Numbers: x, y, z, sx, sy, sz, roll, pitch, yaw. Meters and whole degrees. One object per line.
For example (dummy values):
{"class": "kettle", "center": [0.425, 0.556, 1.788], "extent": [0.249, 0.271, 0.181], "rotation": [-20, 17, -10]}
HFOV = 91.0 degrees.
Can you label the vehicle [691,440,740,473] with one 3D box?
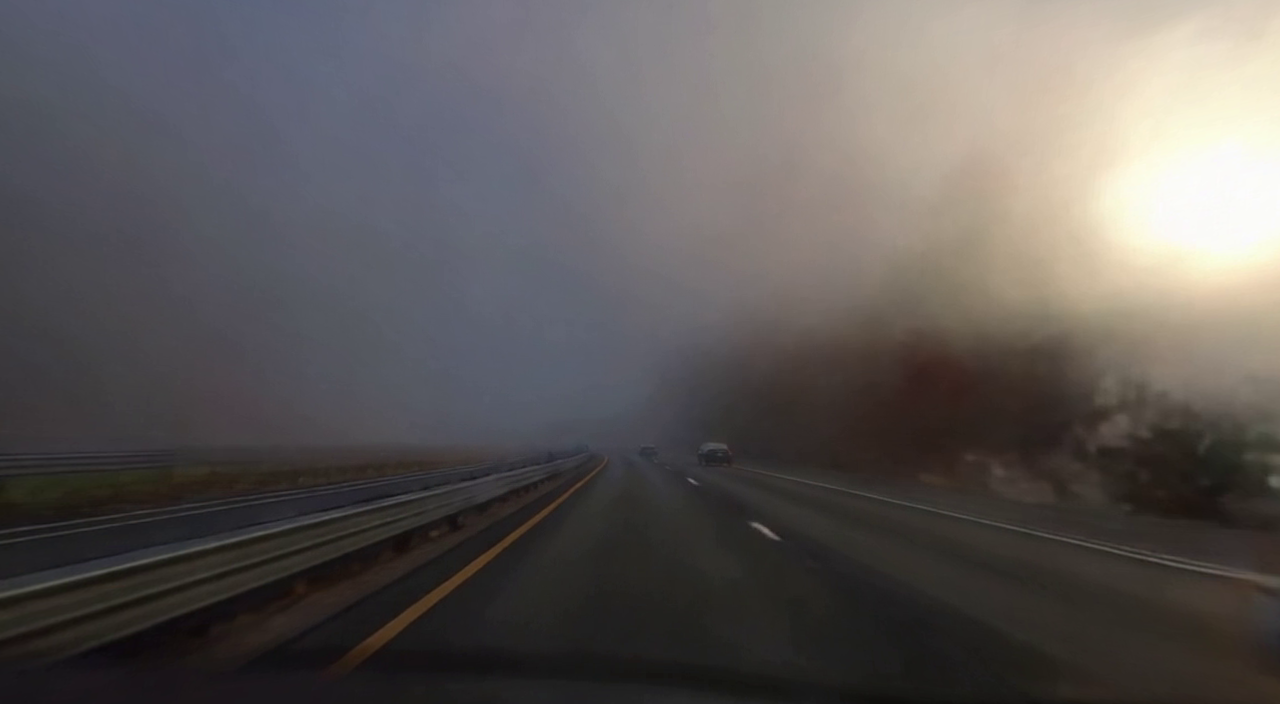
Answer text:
{"class": "vehicle", "center": [3.732, 5.270, 31.868], "extent": [1.945, 1.538, 3.729], "rotation": [0, -8, -1]}
